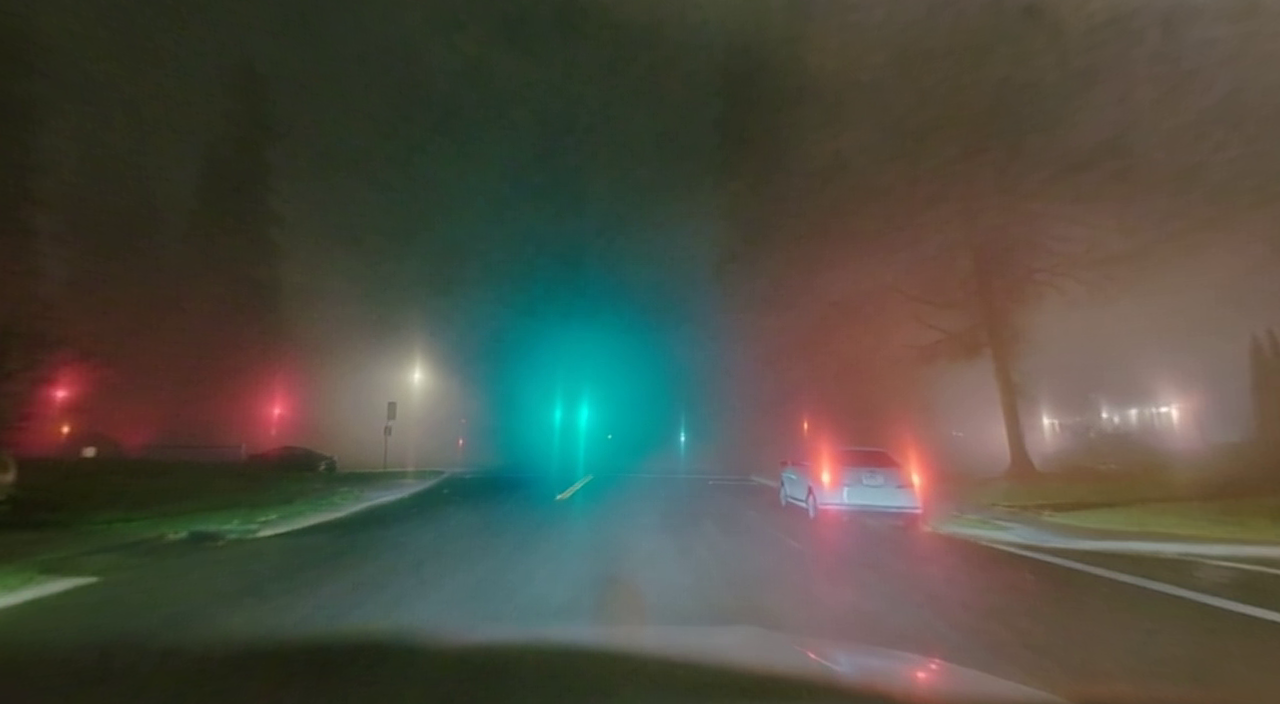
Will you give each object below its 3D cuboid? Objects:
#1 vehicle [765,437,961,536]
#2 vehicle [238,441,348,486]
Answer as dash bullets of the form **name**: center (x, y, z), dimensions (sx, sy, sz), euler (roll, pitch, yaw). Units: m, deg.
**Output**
- **vehicle**: center (3.852, 2.397, 12.016), dimensions (2.065, 1.478, 4.828), euler (0, -9, 1)
- **vehicle**: center (-13.743, 4.415, 25.393), dimensions (2.003, 1.637, 4.297), euler (0, -9, -1)
